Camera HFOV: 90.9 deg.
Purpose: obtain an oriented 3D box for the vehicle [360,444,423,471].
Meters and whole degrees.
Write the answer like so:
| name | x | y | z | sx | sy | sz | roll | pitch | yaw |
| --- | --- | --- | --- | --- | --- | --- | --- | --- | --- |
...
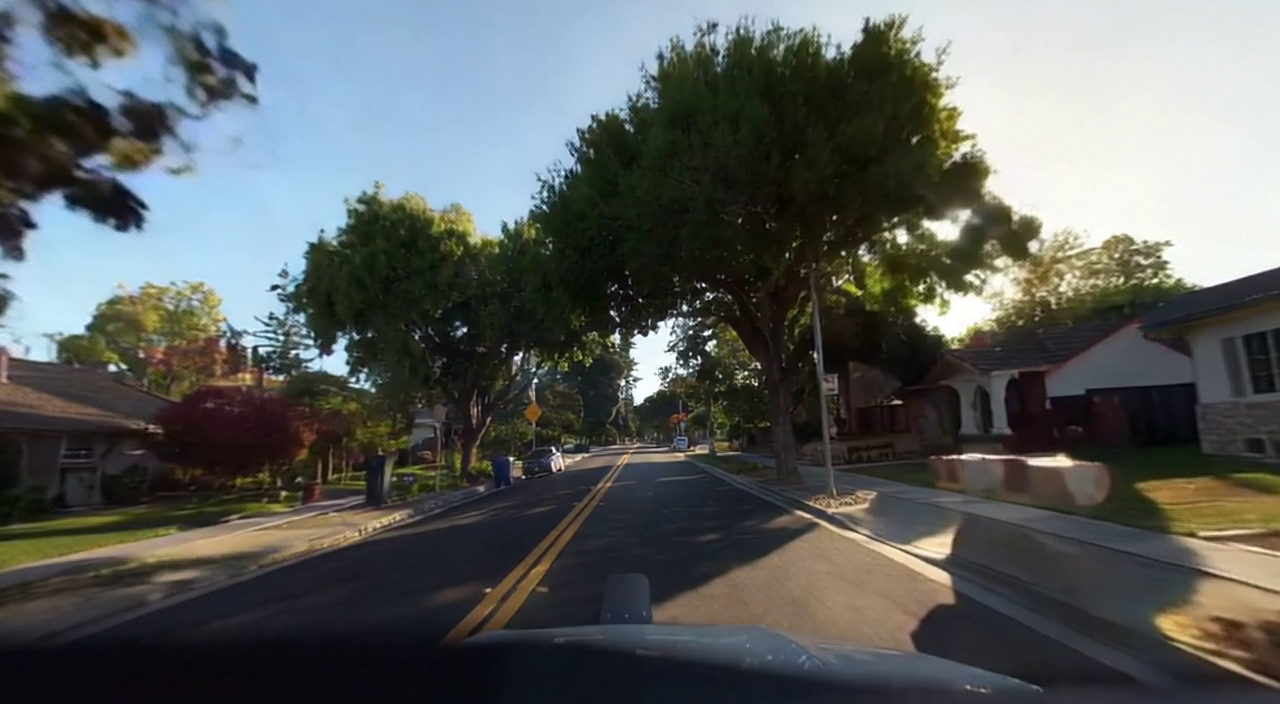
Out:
| name | x | y | z | sx | sy | sz | roll | pitch | yaw |
| --- | --- | --- | --- | --- | --- | --- | --- | --- | --- |
| vehicle | -14.667 | 6.254 | 37.503 | 1.830 | 1.495 | 4.641 | 0 | -8 | 1 |

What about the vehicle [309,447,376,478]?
| name | x | y | z | sx | sy | sz | roll | pitch | yaw |
| --- | --- | --- | --- | --- | --- | --- | --- | --- | --- |
| vehicle | -17.550 | 6.492 | 37.403 | 1.903 | 1.500 | 4.214 | -3 | -7 | 1 |
